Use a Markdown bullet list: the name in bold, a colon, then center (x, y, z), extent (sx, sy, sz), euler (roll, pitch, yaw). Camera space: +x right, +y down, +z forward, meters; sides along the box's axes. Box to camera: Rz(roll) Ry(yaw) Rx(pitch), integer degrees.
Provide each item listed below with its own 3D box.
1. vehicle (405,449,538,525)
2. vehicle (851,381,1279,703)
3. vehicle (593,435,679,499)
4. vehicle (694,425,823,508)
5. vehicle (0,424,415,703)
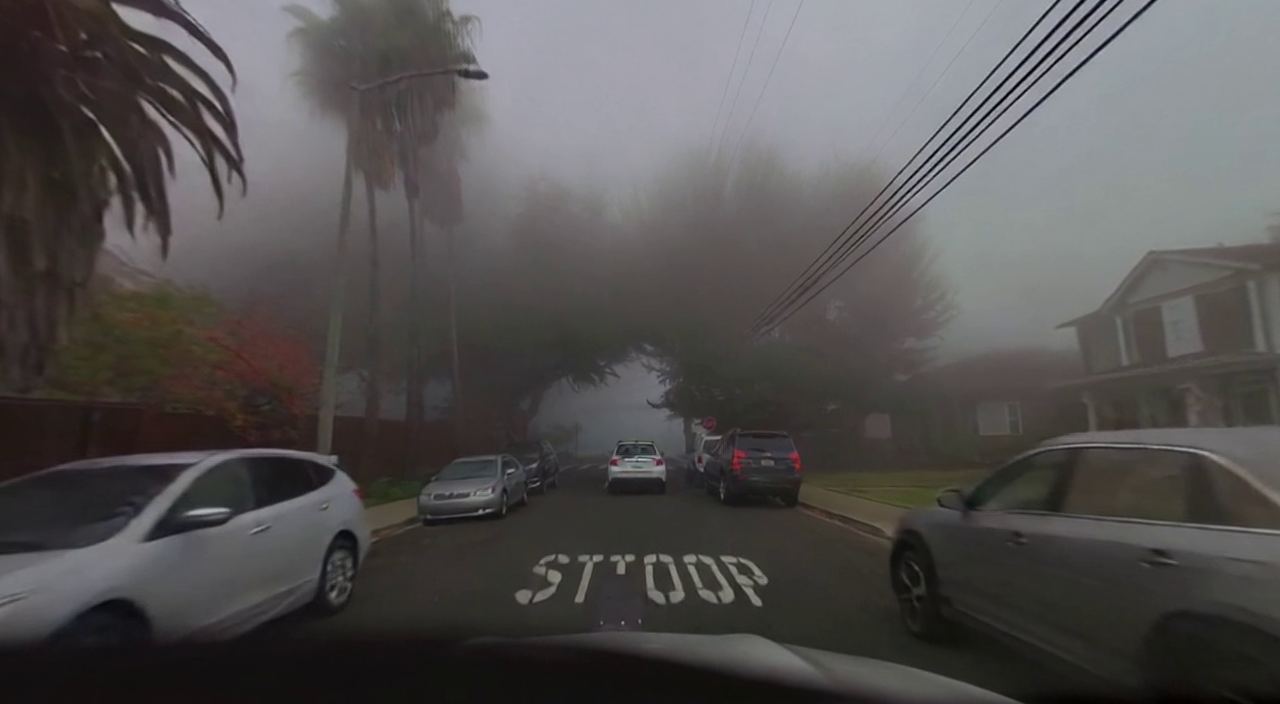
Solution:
- **vehicle**: center (-3.315, 2.704, 13.124), extent (1.728, 1.305, 3.805), euler (0, -8, 0)
- **vehicle**: center (2.808, 1.057, 3.034), extent (1.967, 1.563, 4.237), euler (0, -8, -2)
- **vehicle**: center (-0.118, 3.028, 16.971), extent (2.010, 1.499, 4.107), euler (0, -8, -1)
- **vehicle**: center (2.579, 2.653, 15.043), extent (2.136, 1.650, 4.837), euler (0, -8, 0)
- **vehicle**: center (-3.156, 1.270, 4.092), extent (1.911, 1.449, 4.412), euler (0, -8, -3)
